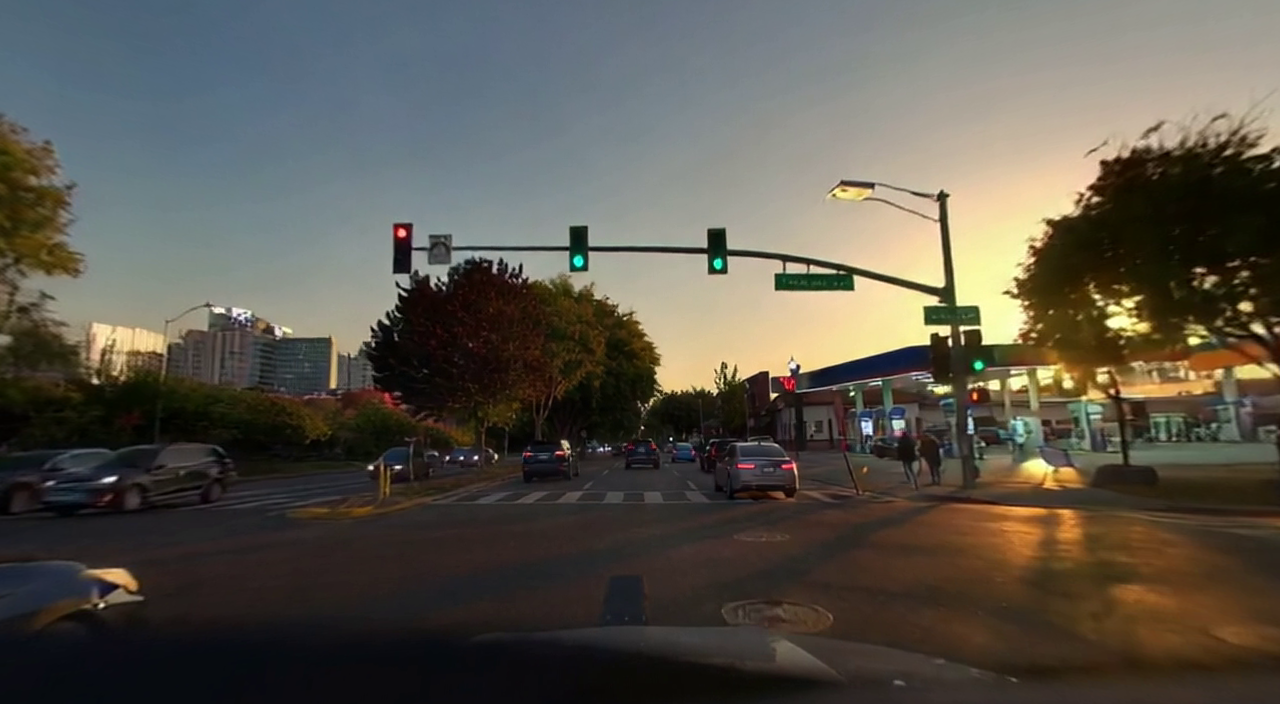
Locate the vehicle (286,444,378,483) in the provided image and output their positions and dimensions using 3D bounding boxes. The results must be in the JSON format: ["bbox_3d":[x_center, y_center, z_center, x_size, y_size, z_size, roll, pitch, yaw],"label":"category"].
[{"bbox_3d":[-15.067,5.440,31.175,2.080,1.756,4.723,0,-8,0],"label":"vehicle"}]

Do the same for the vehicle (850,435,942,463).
[{"bbox_3d":[15.992,6.064,39.527,1.860,1.587,4.949,8,-12,-44],"label":"vehicle"}]

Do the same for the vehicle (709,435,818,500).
[{"bbox_3d":[3.129,3.030,16.976,1.919,1.502,4.572,0,-8,-1],"label":"vehicle"}]

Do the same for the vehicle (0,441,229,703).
[{"bbox_3d":[-3.347,0.856,1.282,2.013,1.354,4.393,0,-8,1],"label":"vehicle"}]

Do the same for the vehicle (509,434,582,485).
[{"bbox_3d":[-3.294,3.836,22.755,1.988,1.645,3.995,0,-8,1],"label":"vehicle"}]

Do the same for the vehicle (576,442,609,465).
[{"bbox_3d":[-3.183,6.890,42.878,1.901,1.483,4.372,0,-8,0],"label":"vehicle"}]

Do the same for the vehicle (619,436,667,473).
[{"bbox_3d":[0.119,4.960,30.692,2.192,1.674,4.124,0,-8,0],"label":"vehicle"}]

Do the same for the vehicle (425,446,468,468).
[{"bbox_3d":[-15.085,8.202,49.278,1.905,1.613,4.331,0,-8,1],"label":"vehicle"}]
